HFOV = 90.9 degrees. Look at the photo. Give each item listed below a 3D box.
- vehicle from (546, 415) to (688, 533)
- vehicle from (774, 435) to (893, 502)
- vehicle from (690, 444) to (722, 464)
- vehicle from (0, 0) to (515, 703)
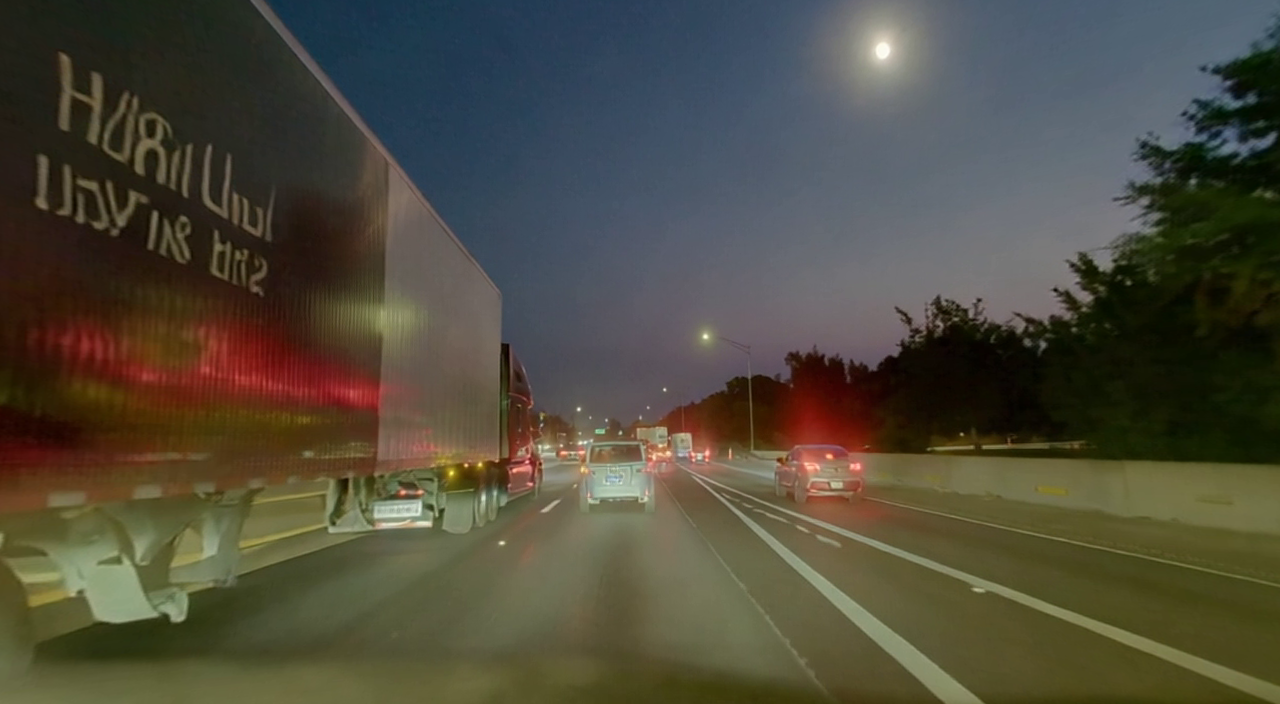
[{"bbox_3d":[-0.342,2.156,11.615,2.152,1.779,3.924,0,-9,0],"label":"vehicle"},{"bbox_3d":[5.101,3.109,17.227,1.937,1.601,3.798,0,-9,-2],"label":"vehicle"},{"bbox_3d":[5.156,8.058,49.790,1.918,1.479,4.571,0,-9,-1],"label":"vehicle"},{"bbox_3d":[-3.696,-0.169,3.456,2.857,4.063,16.026,0,-8,0],"label":"vehicle"}]
